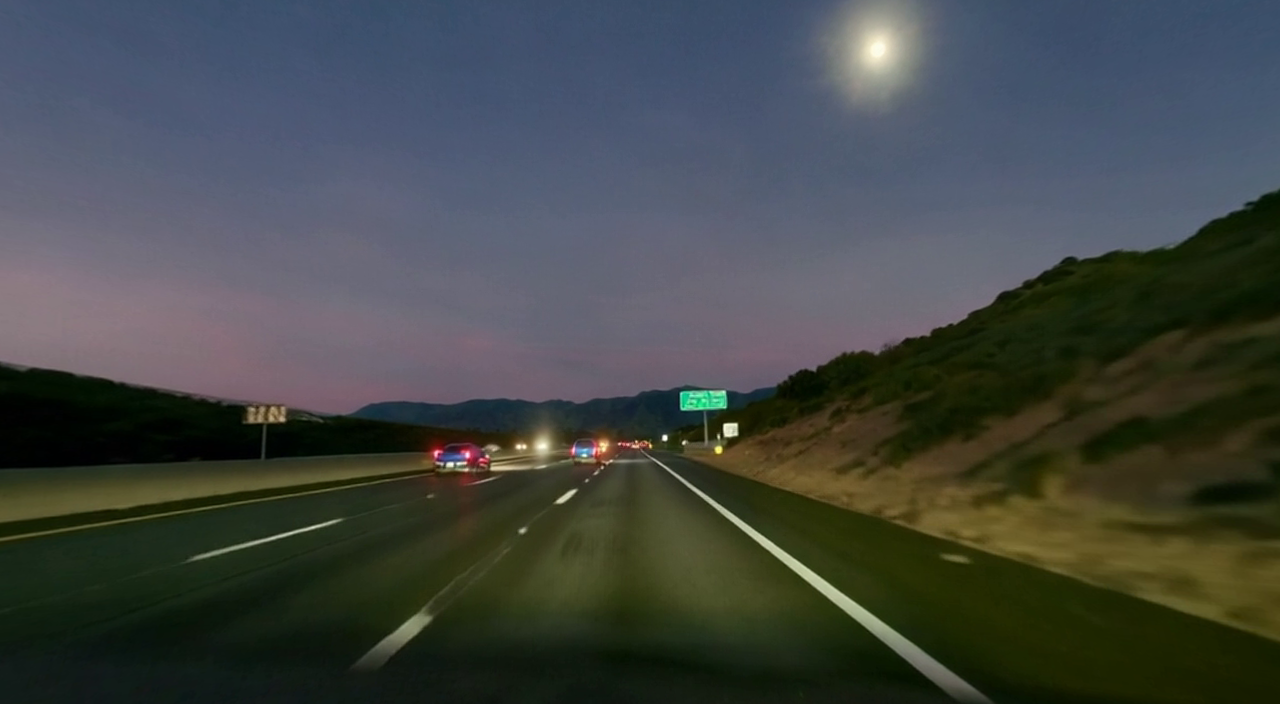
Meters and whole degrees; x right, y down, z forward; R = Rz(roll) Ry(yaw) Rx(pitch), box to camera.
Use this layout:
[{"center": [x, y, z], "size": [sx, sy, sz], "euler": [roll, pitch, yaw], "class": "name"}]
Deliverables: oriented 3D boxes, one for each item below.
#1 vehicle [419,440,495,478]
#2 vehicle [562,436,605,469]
[{"center": [-7.767, 4.576, 27.291], "size": [1.930, 1.508, 4.567], "euler": [0, -8, 0], "class": "vehicle"}, {"center": [-3.207, 5.836, 36.765], "size": [2.029, 1.753, 4.718], "euler": [0, -8, 0], "class": "vehicle"}]
